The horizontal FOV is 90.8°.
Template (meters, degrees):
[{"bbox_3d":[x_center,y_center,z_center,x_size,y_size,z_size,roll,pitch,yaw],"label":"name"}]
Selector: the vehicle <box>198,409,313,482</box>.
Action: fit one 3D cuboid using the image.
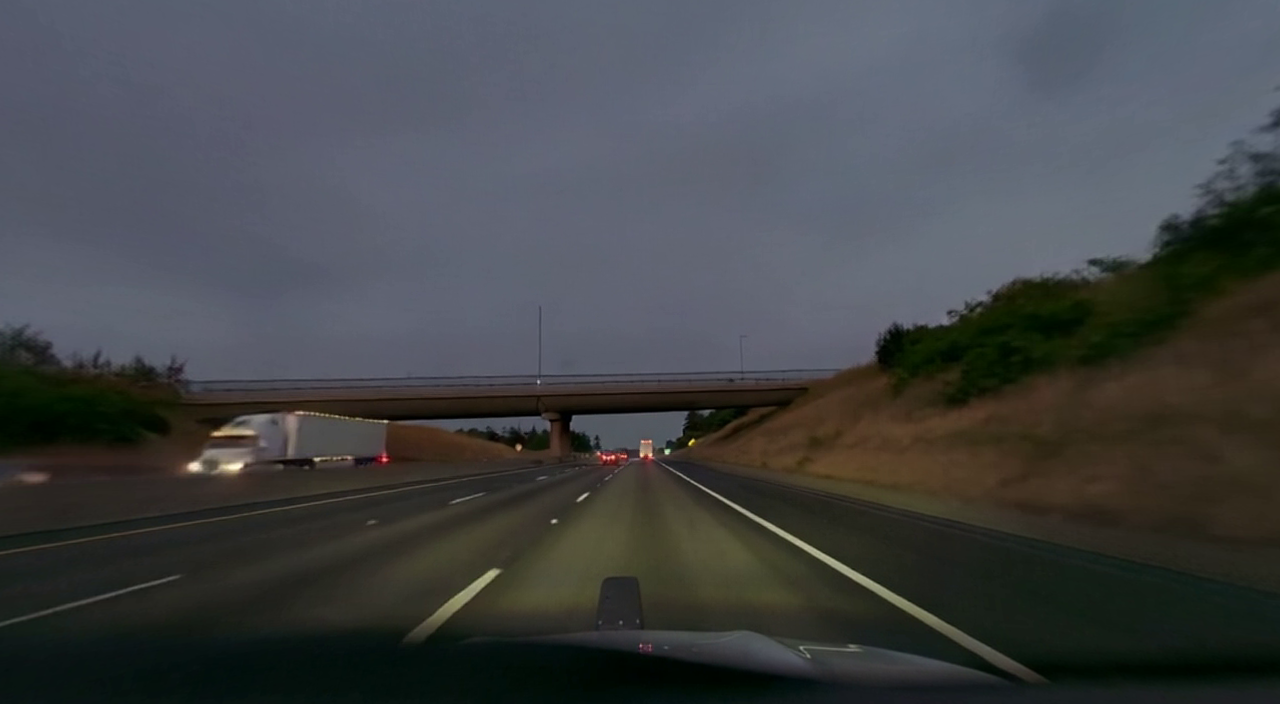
[{"bbox_3d":[-22.775,5.611,37.783,3.002,3.979,5.833,0,-9,0],"label":"vehicle"}]
